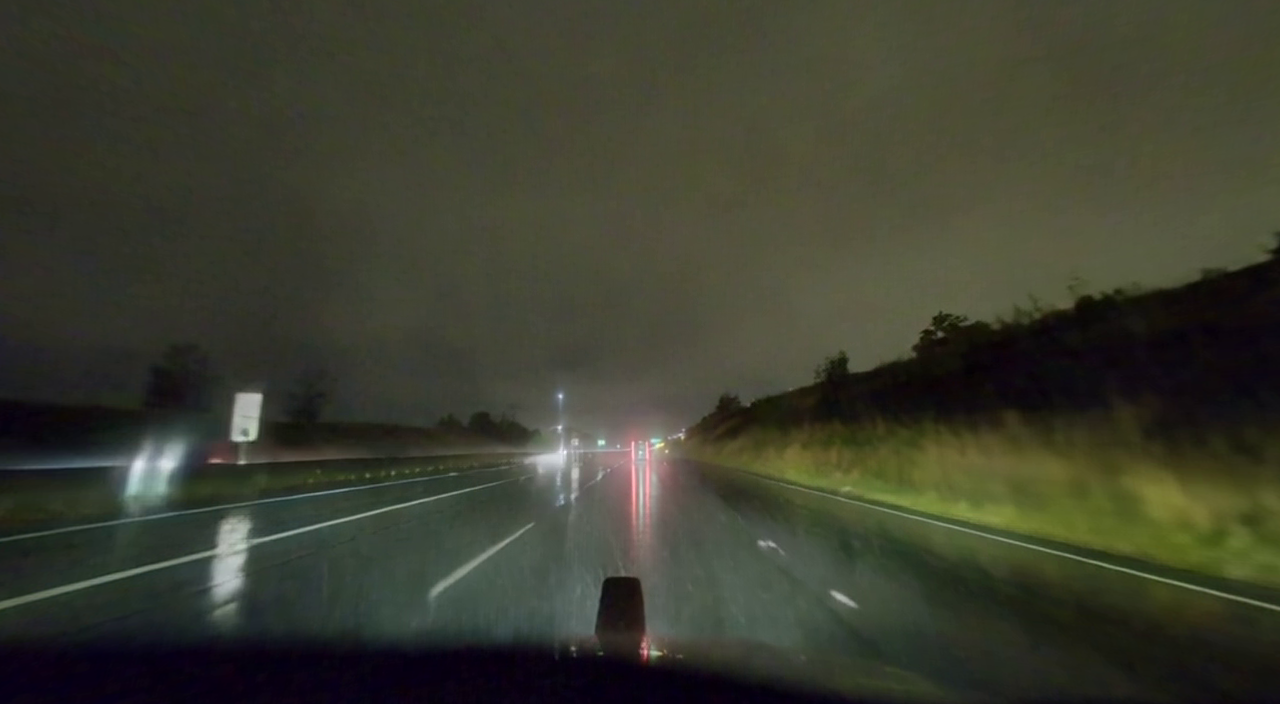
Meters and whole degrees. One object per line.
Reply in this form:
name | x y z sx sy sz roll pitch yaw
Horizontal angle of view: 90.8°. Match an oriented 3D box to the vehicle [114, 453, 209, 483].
vehicle | -24.571 5.954 32.550 1.911 1.415 3.725 0 -9 1
